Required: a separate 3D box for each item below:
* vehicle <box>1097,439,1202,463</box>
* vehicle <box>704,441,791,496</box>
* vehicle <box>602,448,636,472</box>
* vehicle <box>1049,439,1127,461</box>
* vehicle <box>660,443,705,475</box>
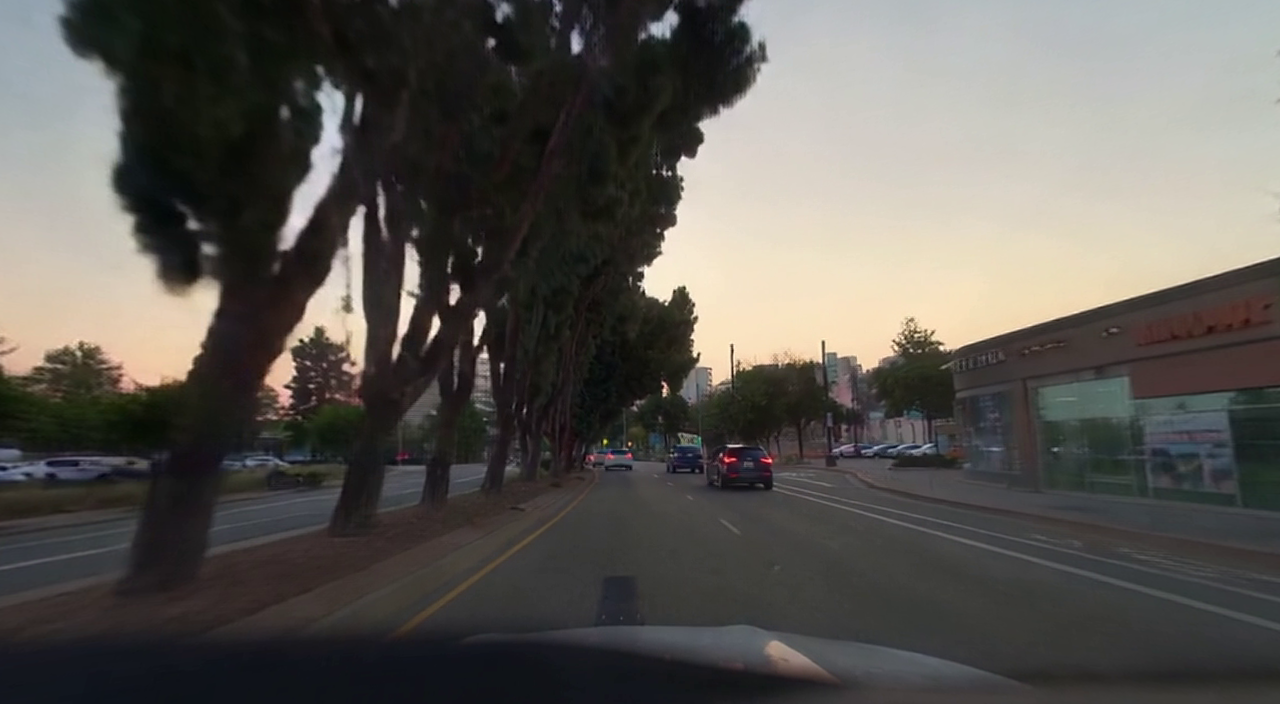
[{"bbox_3d":[32.465,6.323,40.341,4.860,1.461,2.041,0,-9,0],"label":"vehicle"},{"bbox_3d":[3.353,3.742,20.579,1.966,1.596,3.980,0,-9,-3],"label":"vehicle"},{"bbox_3d":[-1.505,7.472,43.899,2.068,1.512,3.987,1,-9,-6],"label":"vehicle"},{"bbox_3d":[32.573,7.134,46.001,4.032,1.560,2.059,0,-9,-2],"label":"vehicle"},{"bbox_3d":[2.451,6.329,37.544,2.046,1.768,4.370,1,-9,-5],"label":"vehicle"}]
